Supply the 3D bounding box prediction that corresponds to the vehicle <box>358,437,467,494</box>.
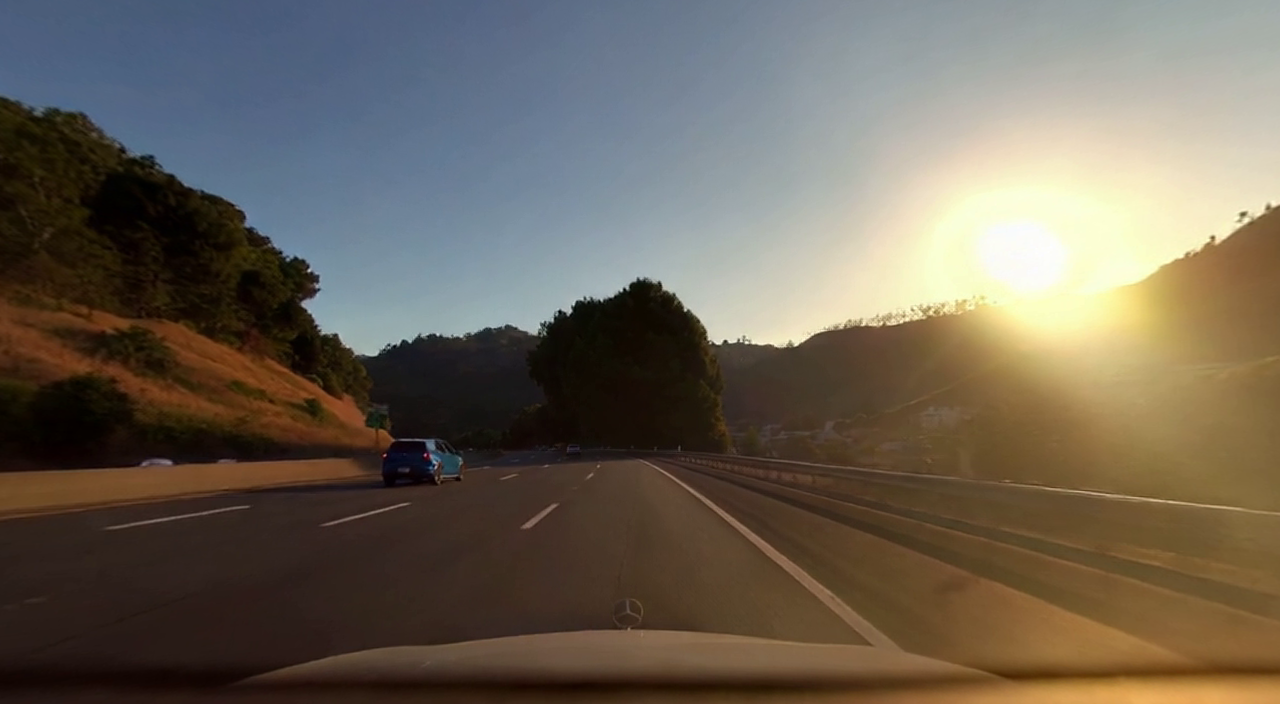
[{"bbox_3d":[-7.527,3.779,21.423,2.046,1.712,4.533,0,-8,-1],"label":"vehicle"}]
